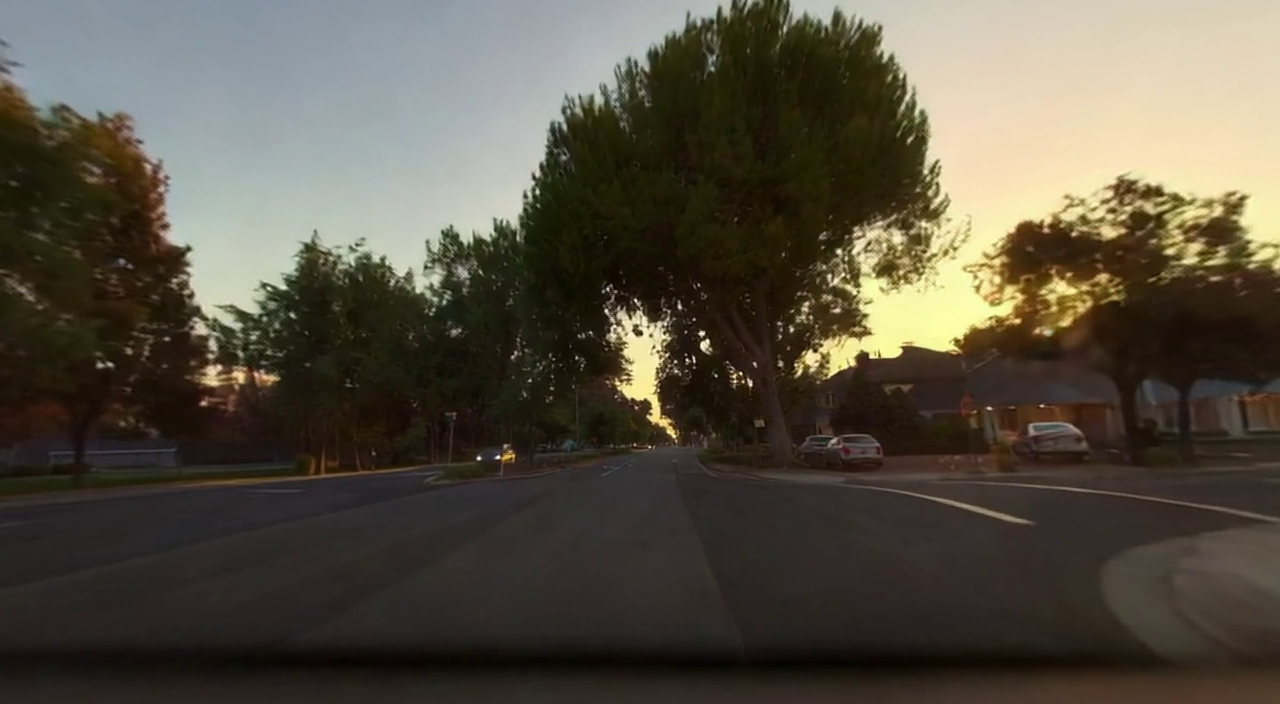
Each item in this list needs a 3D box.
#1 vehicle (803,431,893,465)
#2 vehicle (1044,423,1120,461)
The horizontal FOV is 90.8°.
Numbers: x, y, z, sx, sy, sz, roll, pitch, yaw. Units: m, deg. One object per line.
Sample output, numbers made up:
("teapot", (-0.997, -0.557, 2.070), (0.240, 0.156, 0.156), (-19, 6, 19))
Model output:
("vehicle", (11.284, 5.210, 34.627), (2.199, 1.661, 4.495), (4, -8, -25))
("vehicle", (20.216, 4.061, 28.809), (4.241, 1.560, 1.979), (7, -10, -45))
